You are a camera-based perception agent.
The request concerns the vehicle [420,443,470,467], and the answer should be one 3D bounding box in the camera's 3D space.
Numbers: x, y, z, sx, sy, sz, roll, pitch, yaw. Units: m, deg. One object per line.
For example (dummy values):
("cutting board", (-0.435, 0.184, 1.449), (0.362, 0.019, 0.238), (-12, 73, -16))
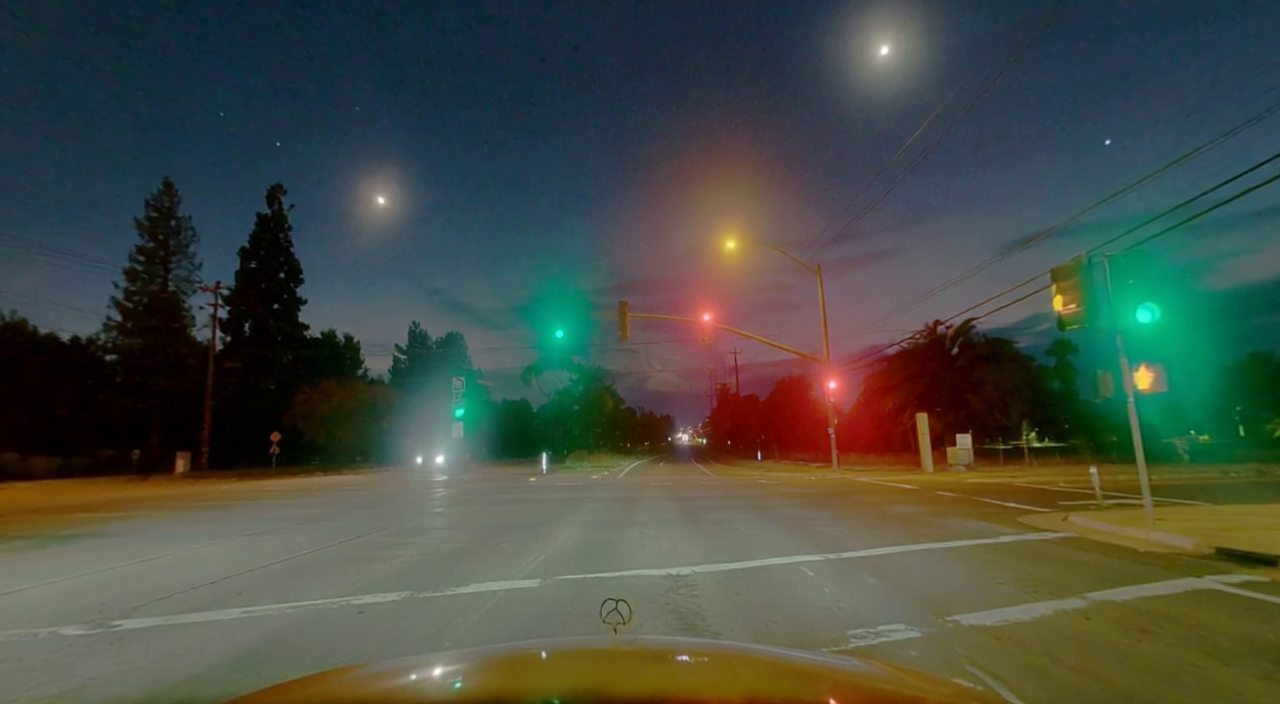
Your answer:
("vehicle", (-13.721, 7.266, 44.692), (1.893, 1.547, 4.283), (-1, -8, 4))
